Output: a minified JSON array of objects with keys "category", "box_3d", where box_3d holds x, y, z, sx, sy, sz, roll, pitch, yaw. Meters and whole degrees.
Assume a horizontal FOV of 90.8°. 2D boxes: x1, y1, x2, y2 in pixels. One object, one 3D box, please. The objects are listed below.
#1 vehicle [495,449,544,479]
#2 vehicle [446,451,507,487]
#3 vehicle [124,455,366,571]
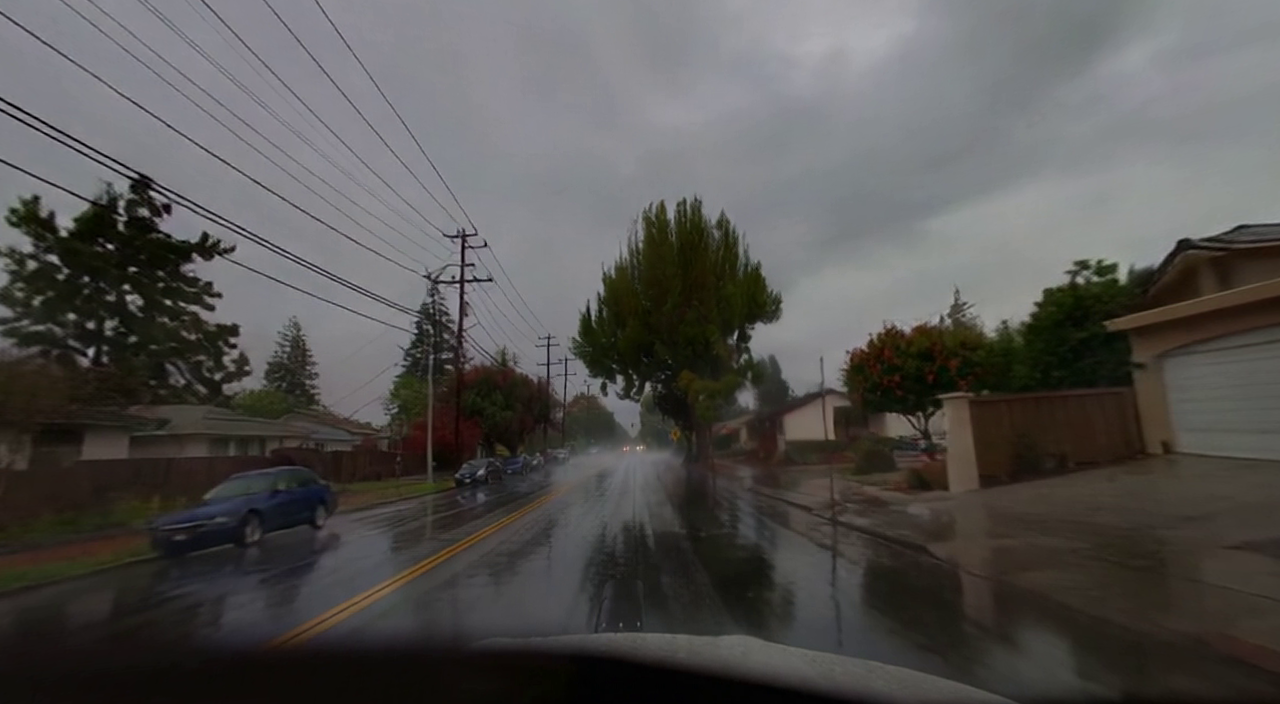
[{"category":"vehicle","box_3d":[-7.597,7.111,40.345,1.839,1.494,4.757,-9,-9,2]},{"category":"vehicle","box_3d":[-7.732,5.551,30.238,1.949,1.512,3.818,0,-8,-1]},{"category":"vehicle","box_3d":[-7.202,2.896,12.154,1.869,1.442,4.344,-9,-8,-1]}]
